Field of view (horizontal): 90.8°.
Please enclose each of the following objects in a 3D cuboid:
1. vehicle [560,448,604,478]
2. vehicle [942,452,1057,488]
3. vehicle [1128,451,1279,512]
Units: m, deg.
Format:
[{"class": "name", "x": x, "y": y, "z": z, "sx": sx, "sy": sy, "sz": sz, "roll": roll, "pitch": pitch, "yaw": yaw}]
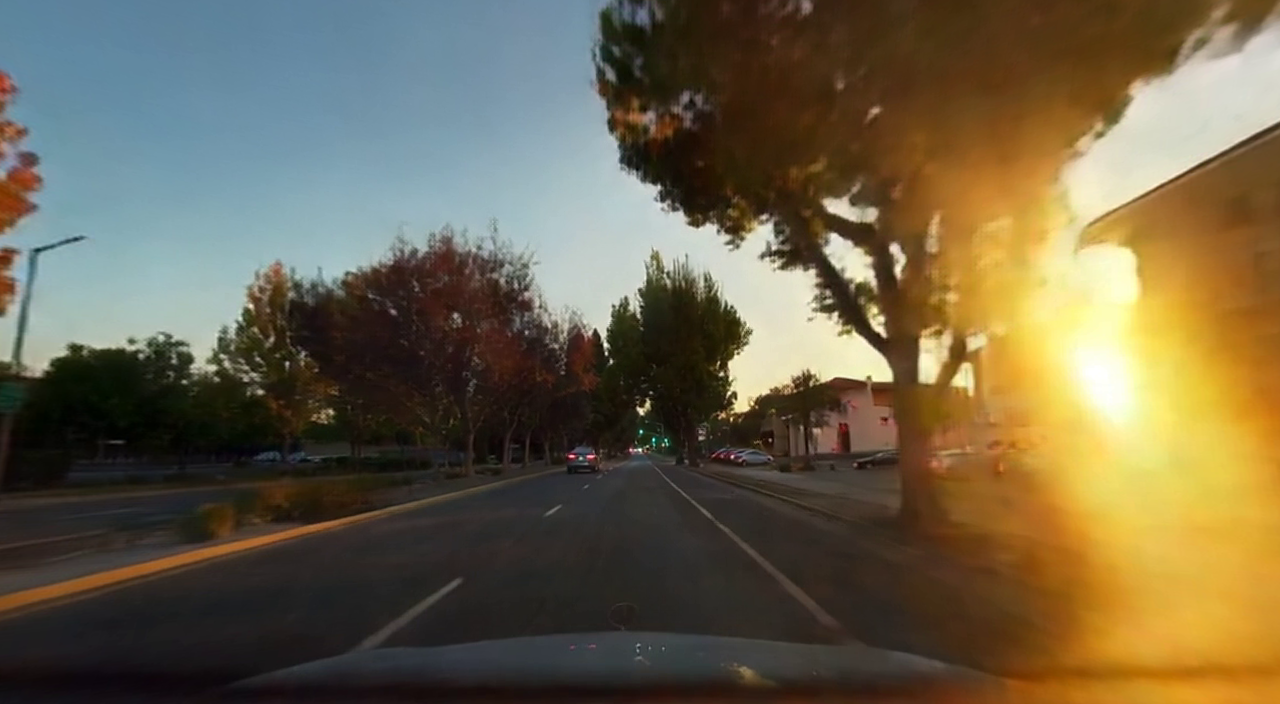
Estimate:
[{"class": "vehicle", "x": -3.203, "y": 6.202, "z": 35.562, "sx": 2.030, "sy": 1.550, "sz": 3.925, "roll": 0, "pitch": -9, "yaw": 1}, {"class": "vehicle", "x": 16.270, "y": 5.316, "z": 28.680, "sx": 4.226, "sy": 1.499, "sz": 1.943, "roll": 2, "pitch": -9, "yaw": -12}, {"class": "vehicle", "x": 16.906, "y": 3.663, "z": 18.195, "sx": 4.182, "sy": 1.561, "sz": 2.000, "roll": 1, "pitch": -9, "yaw": -8}]
